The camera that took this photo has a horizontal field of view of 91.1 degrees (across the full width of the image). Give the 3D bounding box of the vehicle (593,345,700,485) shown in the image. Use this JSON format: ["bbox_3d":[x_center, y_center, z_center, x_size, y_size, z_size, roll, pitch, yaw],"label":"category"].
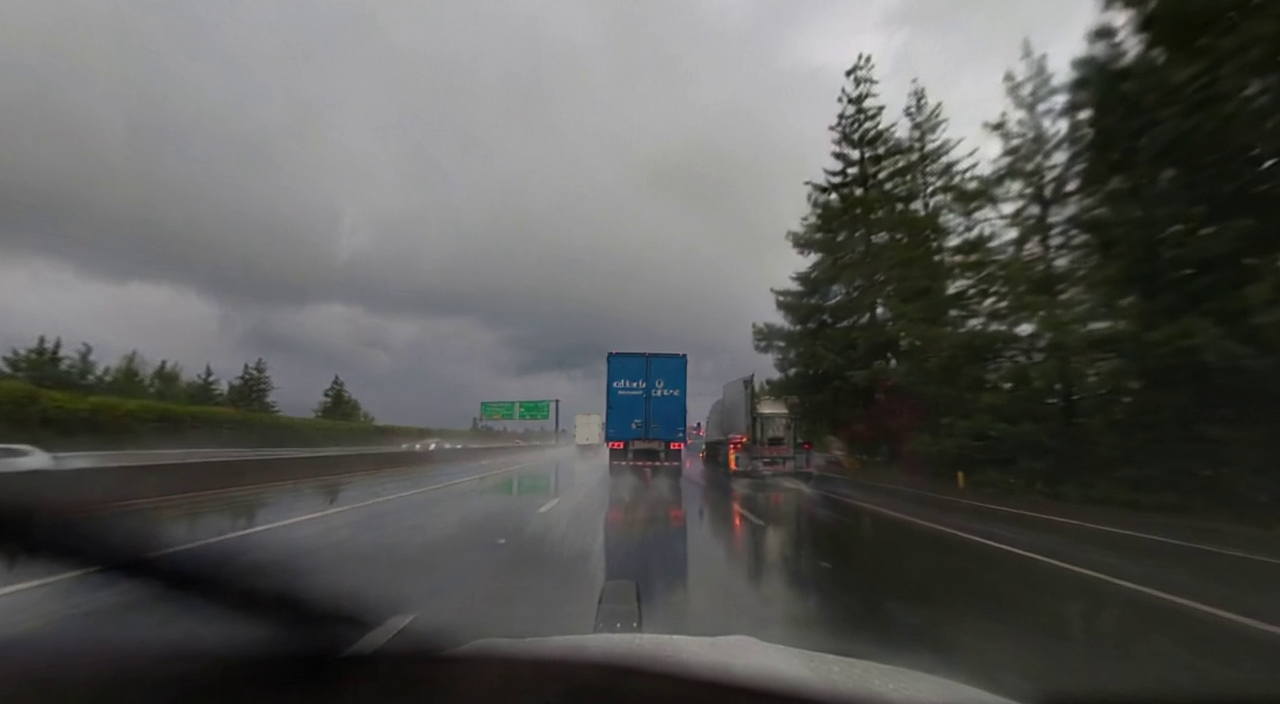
[{"bbox_3d":[0.077,2.372,22.369,2.920,3.860,10.035,0,-8,-1],"label":"vehicle"}]
